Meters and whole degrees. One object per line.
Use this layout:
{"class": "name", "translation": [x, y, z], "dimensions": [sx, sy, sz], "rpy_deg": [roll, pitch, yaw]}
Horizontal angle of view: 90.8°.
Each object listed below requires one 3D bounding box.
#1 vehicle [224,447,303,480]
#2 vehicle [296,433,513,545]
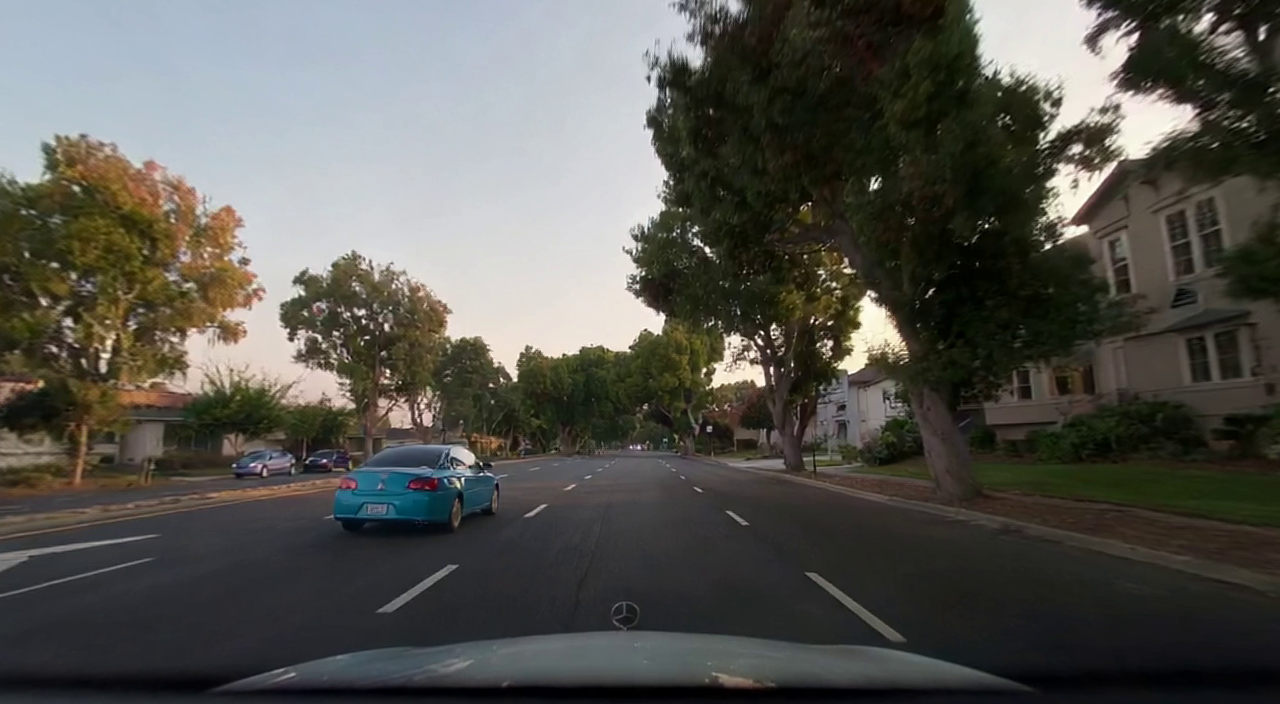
{"class": "vehicle", "translation": [-22.975, 6.781, 38.811], "dimensions": [1.986, 1.897, 4.636], "rpy_deg": [0, -8, 0]}
{"class": "vehicle", "translation": [-3.581, 2.144, 10.592], "dimensions": [2.005, 1.477, 4.169], "rpy_deg": [0, -8, 0]}
